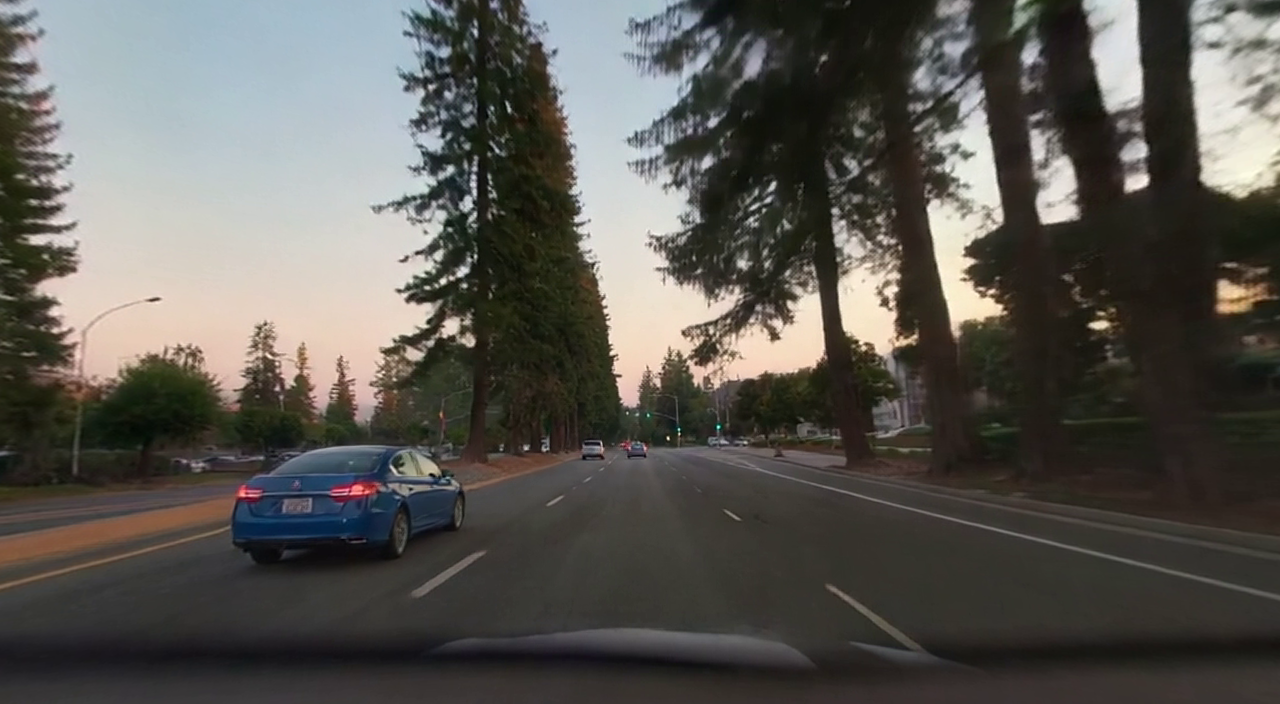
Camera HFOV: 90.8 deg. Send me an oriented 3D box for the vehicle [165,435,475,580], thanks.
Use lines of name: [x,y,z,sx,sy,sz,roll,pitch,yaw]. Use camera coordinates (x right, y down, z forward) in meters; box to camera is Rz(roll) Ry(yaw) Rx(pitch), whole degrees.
vehicle: [-3.788,1.894,8.579,1.905,1.418,4.396,0,-9,0]

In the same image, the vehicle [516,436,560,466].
vehicle: [-7.419,7.250,46.573,2.274,2.040,6.031,0,-9,-1]

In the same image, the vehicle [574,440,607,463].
vehicle: [-3.630,7.431,47.134,2.103,1.592,4.160,0,-9,1]
